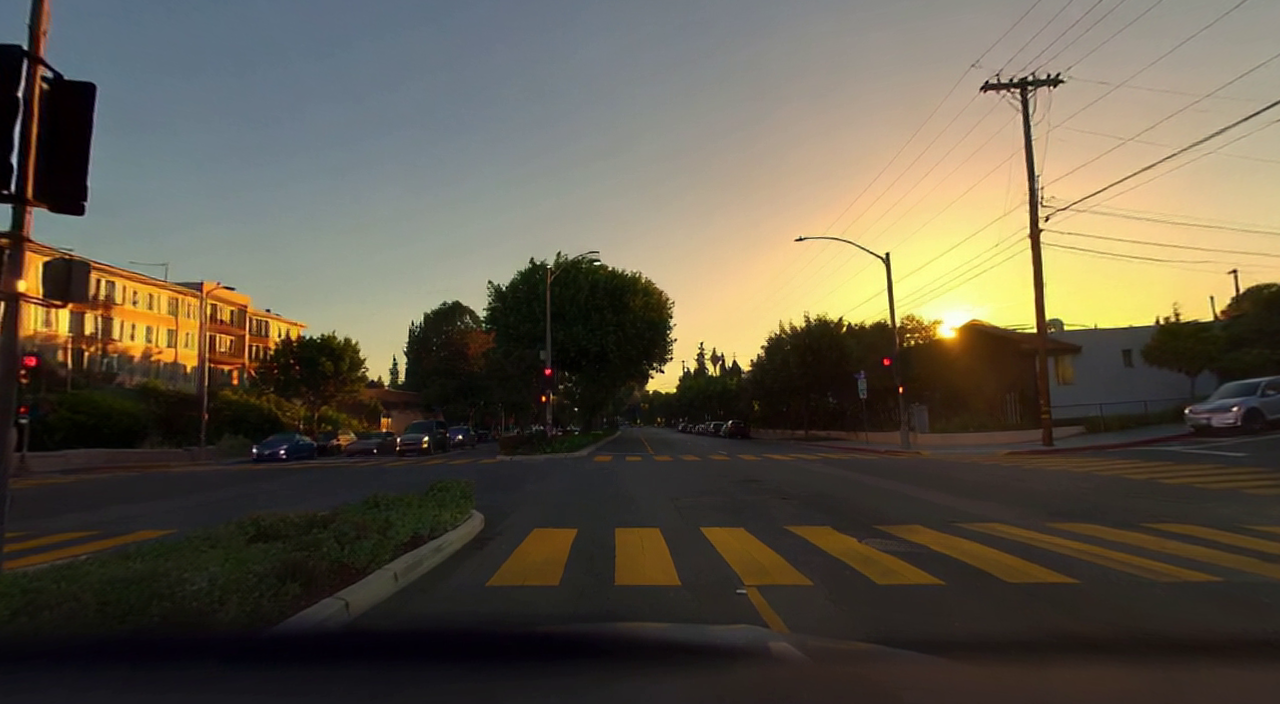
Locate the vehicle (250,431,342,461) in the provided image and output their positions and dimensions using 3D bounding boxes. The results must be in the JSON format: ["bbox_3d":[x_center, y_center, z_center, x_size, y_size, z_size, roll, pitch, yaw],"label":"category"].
[{"bbox_3d":[-18.058,4.973,33.515,1.939,1.430,5.533,0,-8,-2],"label":"vehicle"}]

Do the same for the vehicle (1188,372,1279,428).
[{"bbox_3d":[22.363,1.618,22.231,4.531,1.753,1.964,-2,-2,-5],"label":"vehicle"}]

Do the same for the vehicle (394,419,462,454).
[{"bbox_3d":[-11.793,4.770,35.515,2.118,1.809,4.591,0,-8,1],"label":"vehicle"}]

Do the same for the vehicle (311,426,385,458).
[{"bbox_3d":[-18.259,5.677,39.846,2.225,1.871,5.189,0,-8,0],"label":"vehicle"}]
